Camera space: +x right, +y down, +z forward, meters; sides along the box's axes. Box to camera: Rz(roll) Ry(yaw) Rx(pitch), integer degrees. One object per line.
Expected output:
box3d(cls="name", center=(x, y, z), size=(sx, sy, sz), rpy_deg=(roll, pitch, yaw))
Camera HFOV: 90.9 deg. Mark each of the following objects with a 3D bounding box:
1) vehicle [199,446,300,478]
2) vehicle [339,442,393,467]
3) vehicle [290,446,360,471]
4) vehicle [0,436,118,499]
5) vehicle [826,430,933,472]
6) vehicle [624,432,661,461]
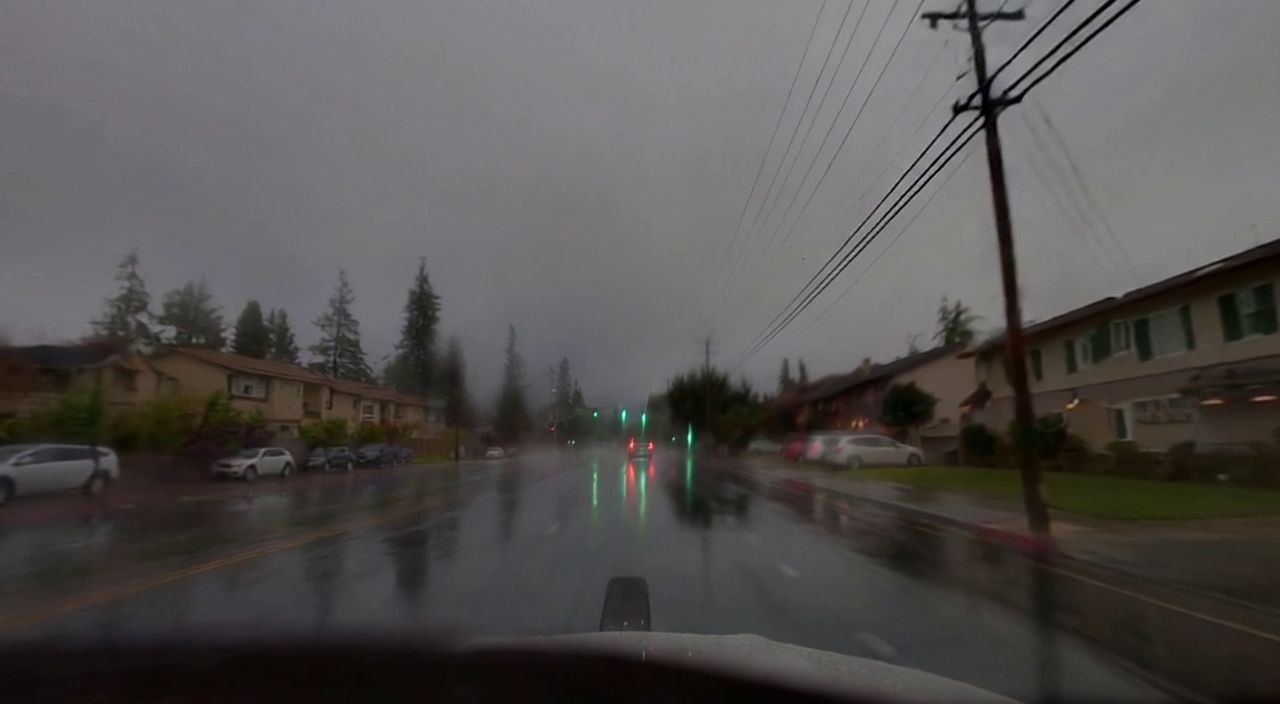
box3d(cls="vehicle", center=(-20.345, 5.717, 33.111), size=(2.178, 1.484, 4.726), rpy_deg=(0, -8, 2))
box3d(cls="vehicle", center=(-20.156, 7.563, 46.616), size=(1.973, 1.700, 4.475), rpy_deg=(0, -8, -1))
box3d(cls="vehicle", center=(-20.050, 6.789, 40.404), size=(2.050, 1.501, 4.588), rpy_deg=(0, -8, 1))
box3d(cls="vehicle", center=(-20.557, 3.783, 20.930), size=(2.047, 1.898, 5.032), rpy_deg=(0, -8, 1))
box3d(cls="vehicle", center=(11.770, 4.894, 31.247), size=(4.305, 1.997, 2.453), rpy_deg=(0, -8, 0))
box3d(cls="vehicle", center=(0.163, 7.401, 49.263), size=(2.769, 2.087, 5.130), rpy_deg=(0, -8, -1))
